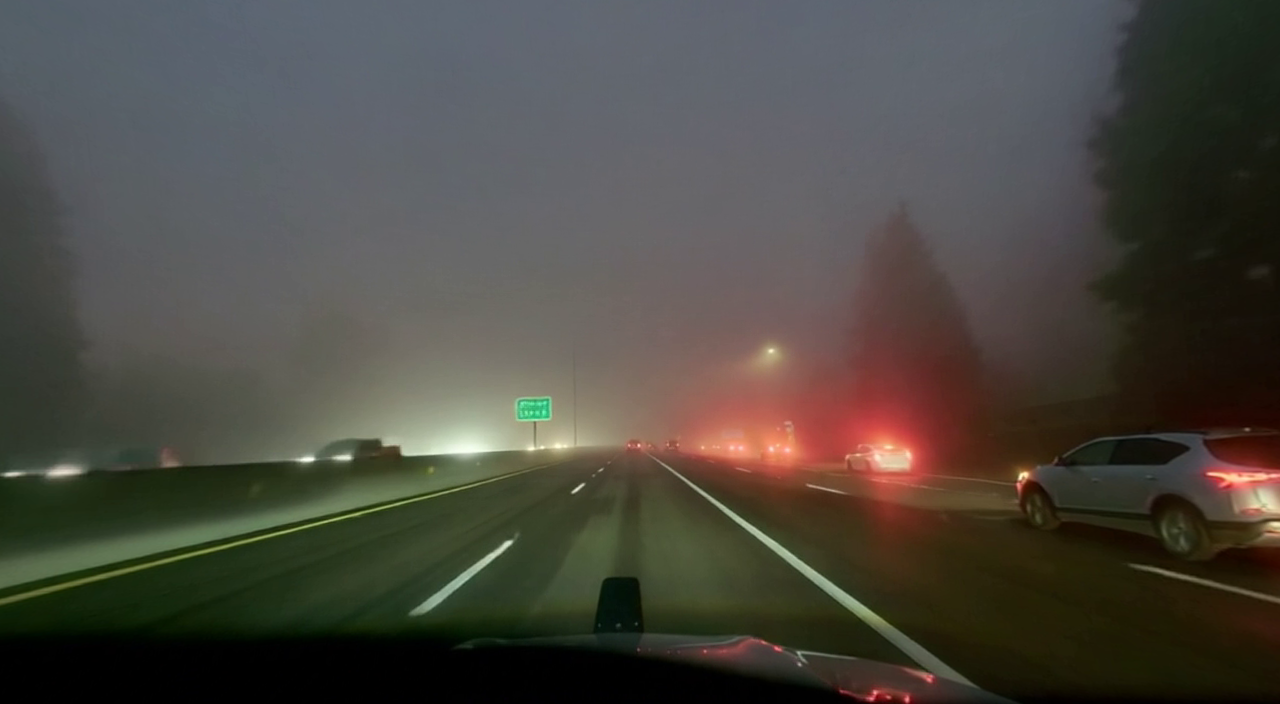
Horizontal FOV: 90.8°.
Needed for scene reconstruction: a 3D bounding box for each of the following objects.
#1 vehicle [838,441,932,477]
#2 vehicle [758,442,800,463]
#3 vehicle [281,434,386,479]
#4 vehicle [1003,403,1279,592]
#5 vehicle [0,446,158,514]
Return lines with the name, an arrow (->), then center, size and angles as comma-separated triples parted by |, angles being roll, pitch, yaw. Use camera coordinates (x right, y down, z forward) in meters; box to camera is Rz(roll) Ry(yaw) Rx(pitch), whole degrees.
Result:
vehicle -> 11.165, 4.893, 29.299 | 2.194, 1.489, 5.141 | 0, -8, -1
vehicle -> 10.680, 7.737, 48.914 | 1.962, 1.536, 4.945 | 0, -8, -2
vehicle -> -10.931, 3.725, 22.884 | 1.751, 1.436, 4.133 | 1, -8, -1
vehicle -> 6.749, 1.591, 7.574 | 2.027, 1.679, 4.543 | 0, -8, -1
vehicle -> -14.744, 3.090, 15.811 | 2.002, 1.427, 4.270 | 0, -8, 0
